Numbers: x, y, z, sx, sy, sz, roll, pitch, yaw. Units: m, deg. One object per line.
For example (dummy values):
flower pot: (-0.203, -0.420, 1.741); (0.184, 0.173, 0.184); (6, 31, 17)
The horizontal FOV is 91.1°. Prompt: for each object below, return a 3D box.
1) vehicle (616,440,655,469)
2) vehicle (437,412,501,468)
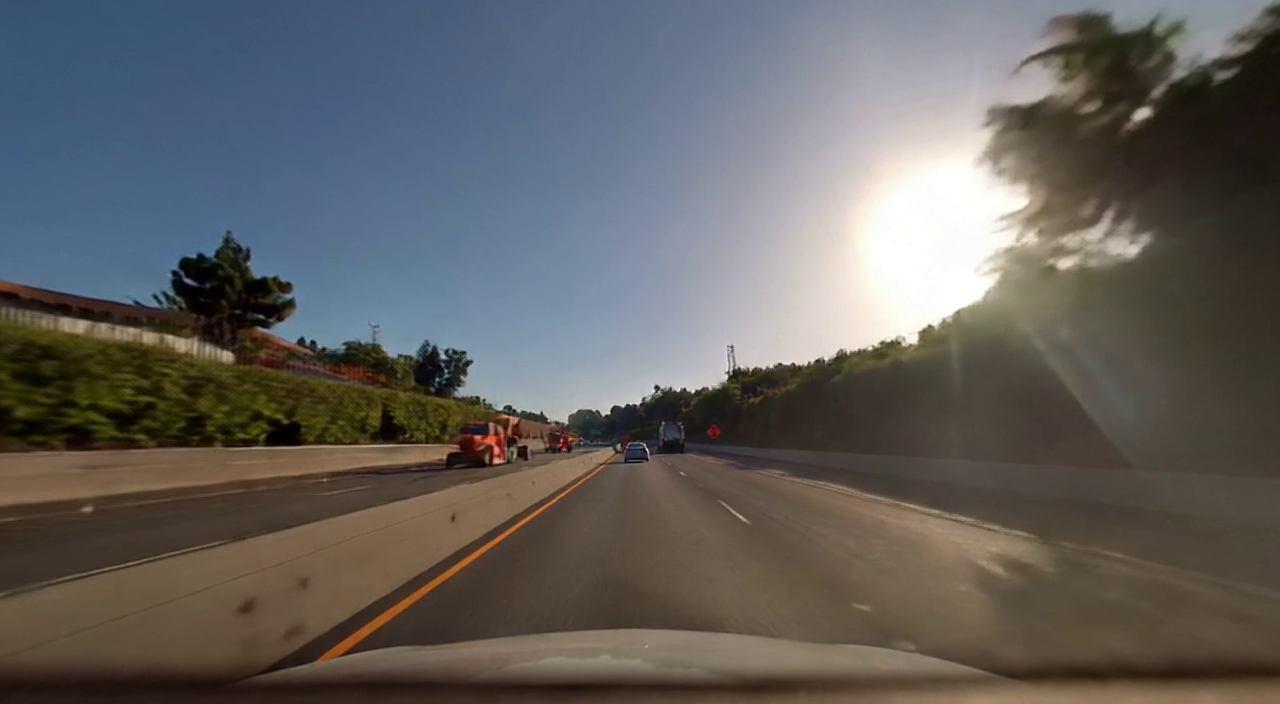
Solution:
vehicle: (-0.248, 5.579, 34.495); (2.004, 1.472, 4.075); (0, -8, 0)
vehicle: (-13.014, 6.765, 48.414); (3.010, 3.976, 6.420); (-1, -8, 1)
